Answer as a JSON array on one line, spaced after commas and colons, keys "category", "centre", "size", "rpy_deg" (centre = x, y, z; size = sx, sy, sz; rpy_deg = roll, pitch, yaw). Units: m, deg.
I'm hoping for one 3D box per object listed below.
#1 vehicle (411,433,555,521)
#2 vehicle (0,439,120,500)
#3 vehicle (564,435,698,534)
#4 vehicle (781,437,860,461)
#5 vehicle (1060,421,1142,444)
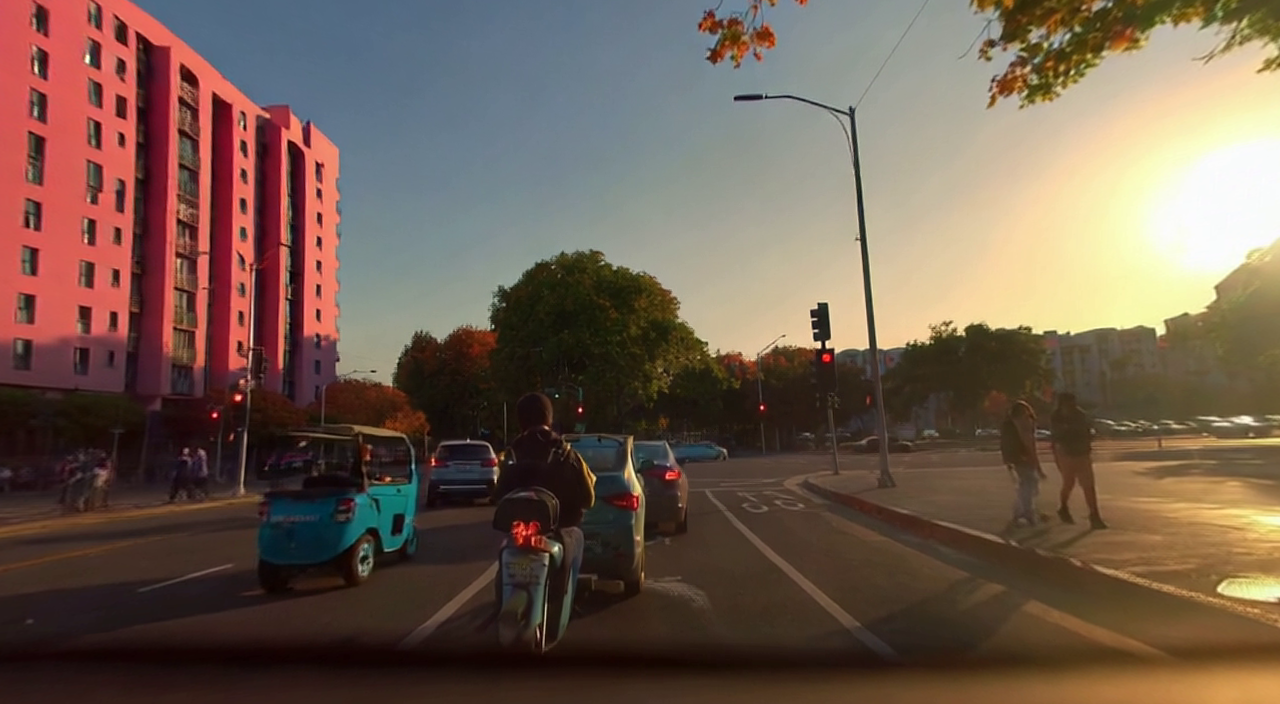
[{"category": "vehicle", "centre": [-3.198, 2.645, 13.822], "size": [1.935, 1.615, 4.073], "rpy_deg": [-1, -9, 3]}, {"category": "vehicle", "centre": [-28.937, 5.705, 30.339], "size": [5.890, 2.393, 2.346], "rpy_deg": [-5, -7, 1]}, {"category": "vehicle", "centre": [-0.100, 2.321, 11.618], "size": [2.025, 1.458, 4.085], "rpy_deg": [-1, -9, 1]}, {"category": "vehicle", "centre": [11.386, 6.169, 40.126], "size": [1.862, 1.456, 4.661], "rpy_deg": [6, -11, -34]}, {"category": "vehicle", "centre": [30.789, 5.396, 42.153], "size": [1.751, 1.420, 4.027], "rpy_deg": [8, -12, -43]}]
